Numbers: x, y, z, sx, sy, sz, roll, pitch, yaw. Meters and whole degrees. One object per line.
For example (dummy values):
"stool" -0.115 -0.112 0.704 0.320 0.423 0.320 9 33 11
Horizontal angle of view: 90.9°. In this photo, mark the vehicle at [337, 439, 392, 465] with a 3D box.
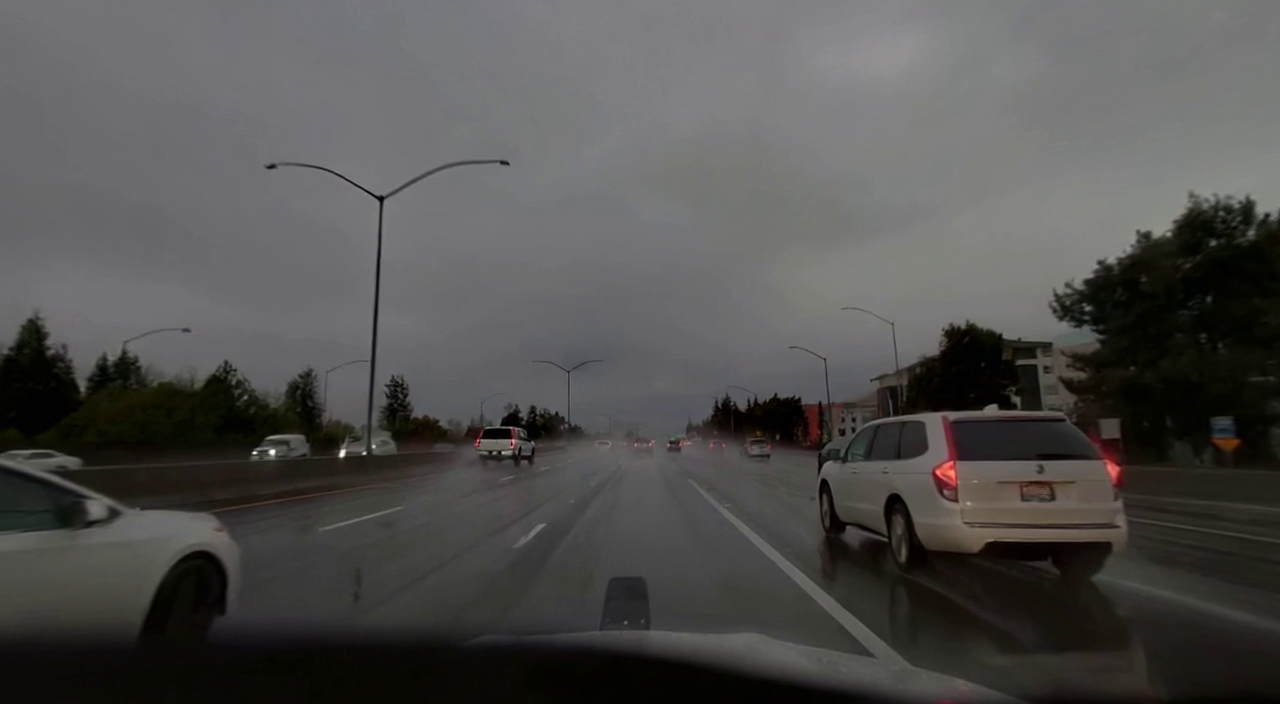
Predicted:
"vehicle" -15.705 5.719 36.106 1.520 1.412 3.458 0 -8 1

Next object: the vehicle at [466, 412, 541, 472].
"vehicle" -6.969 4.723 33.067 2.362 2.778 6.630 0 -8 0

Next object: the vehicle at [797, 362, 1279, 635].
"vehicle" 3.386 1.348 6.792 2.148 1.852 4.835 0 -8 0

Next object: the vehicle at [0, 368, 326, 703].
"vehicle" -3.370 0.825 2.182 2.080 1.542 4.718 0 -8 1
